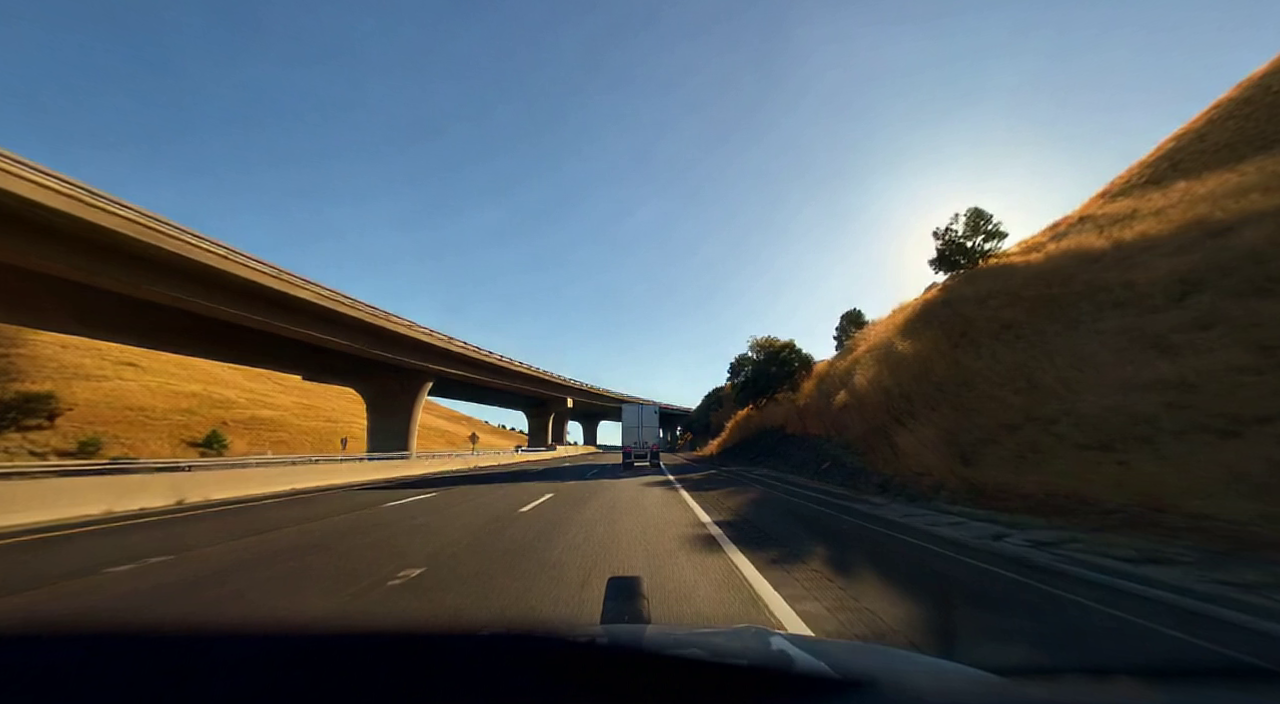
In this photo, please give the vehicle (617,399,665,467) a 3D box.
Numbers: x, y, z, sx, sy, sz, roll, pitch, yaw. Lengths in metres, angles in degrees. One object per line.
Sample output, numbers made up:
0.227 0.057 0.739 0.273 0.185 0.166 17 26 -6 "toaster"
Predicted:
0.005 5.631 43.215 2.866 4.014 11.261 0 -8 -1 "vehicle"
